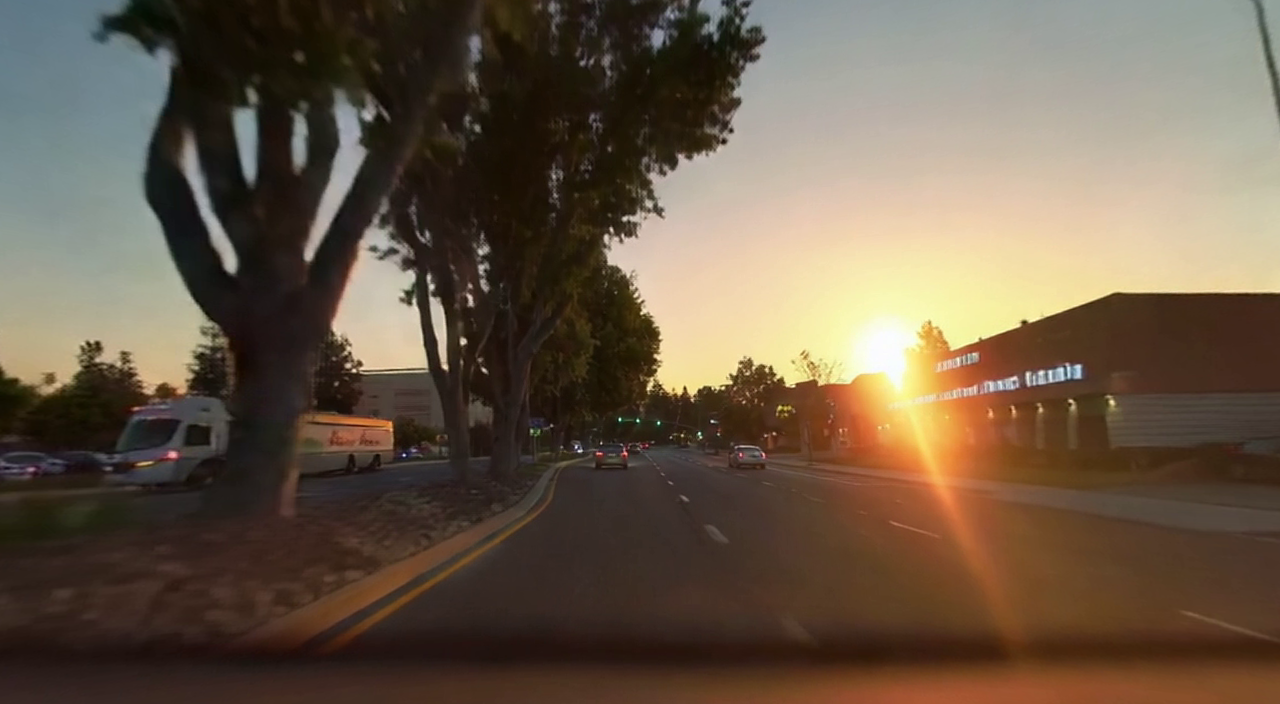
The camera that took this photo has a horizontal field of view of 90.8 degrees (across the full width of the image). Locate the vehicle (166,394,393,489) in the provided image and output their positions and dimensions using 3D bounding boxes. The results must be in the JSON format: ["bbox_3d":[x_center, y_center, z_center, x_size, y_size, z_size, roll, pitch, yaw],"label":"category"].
[{"bbox_3d":[-19.348,5.215,36.537,3.133,4.167,16.699,-1,-8,1],"label":"vehicle"}]

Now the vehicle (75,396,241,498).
[{"bbox_3d":[-19.493,3.856,25.951,2.986,3.786,4.453,0,-8,1],"label":"vehicle"}]

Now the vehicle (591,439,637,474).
[{"bbox_3d":[-1.319,5.062,30.744,2.072,1.545,4.578,0,-8,-4],"label":"vehicle"}]

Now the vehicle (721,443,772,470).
[{"bbox_3d":[6.299,6.224,37.909,2.075,1.475,4.571,0,-8,-3],"label":"vehicle"}]
